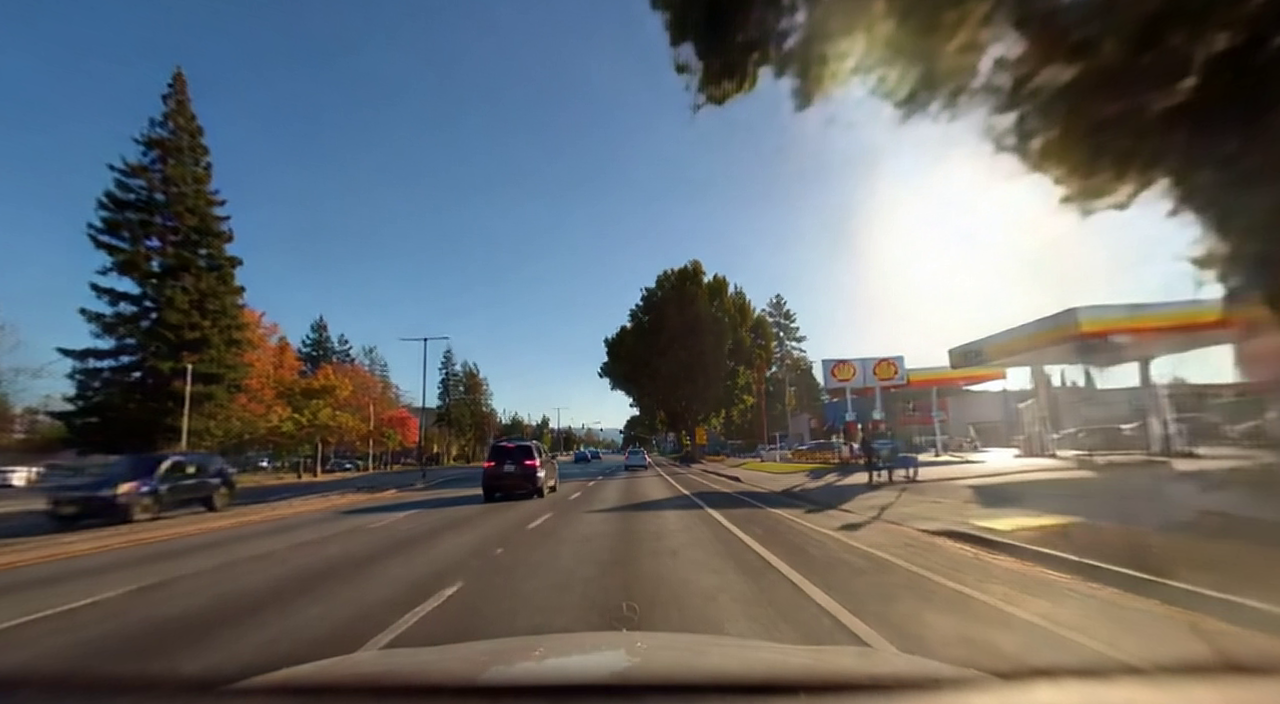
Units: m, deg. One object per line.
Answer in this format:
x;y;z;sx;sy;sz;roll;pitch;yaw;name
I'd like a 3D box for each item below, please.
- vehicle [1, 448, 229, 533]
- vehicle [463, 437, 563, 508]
-11.780;3.079;14.654;1.893;1.622;4.161;0;-9;-4;vehicle
-3.548;3.461;18.580;1.985;1.772;4.479;-1;-9;0;vehicle
